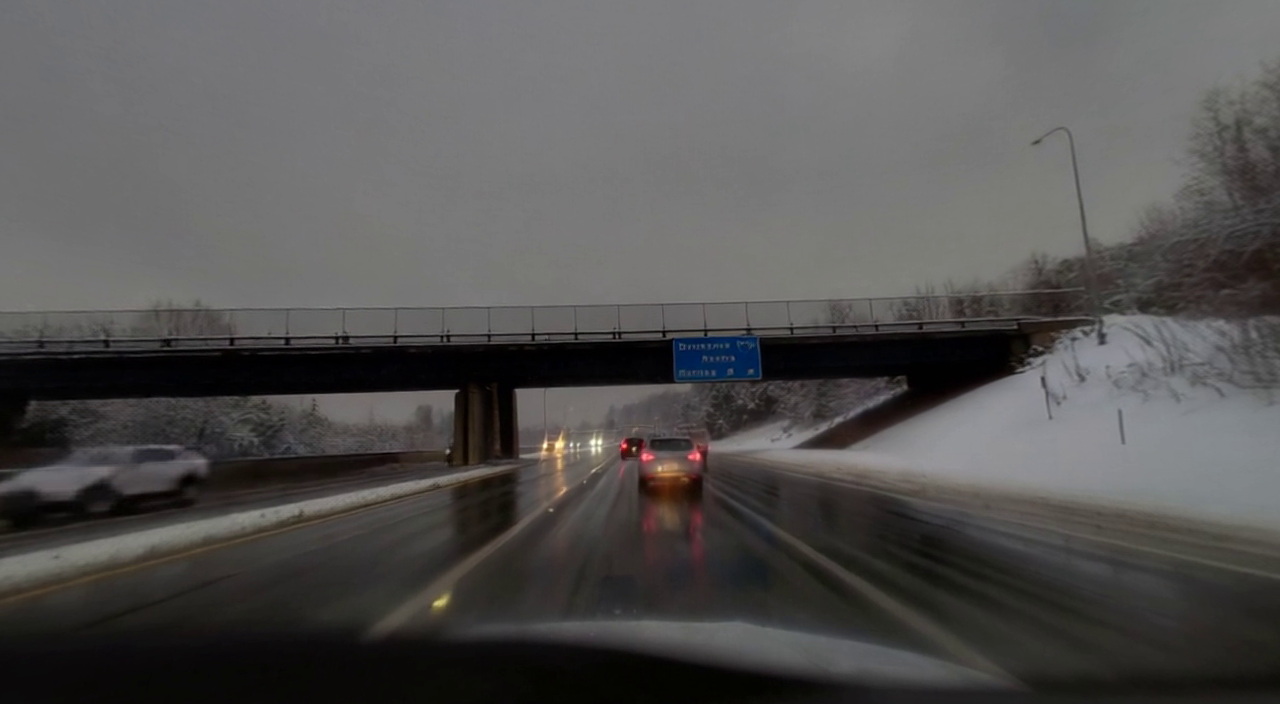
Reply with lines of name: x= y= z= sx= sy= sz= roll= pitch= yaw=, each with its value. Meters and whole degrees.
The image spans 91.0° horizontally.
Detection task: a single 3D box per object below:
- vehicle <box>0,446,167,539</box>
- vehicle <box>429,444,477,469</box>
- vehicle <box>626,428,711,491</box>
vehicle: x=-11.385 y=2.504 z=11.608 sx=1.925 sy=1.458 sz=4.438 roll=0 pitch=-8 yaw=-1
vehicle: x=-12.069 y=6.720 z=40.872 sx=1.943 sy=1.495 sz=3.933 roll=-1 pitch=-8 yaw=0
vehicle: x=0.717 y=3.145 z=18.793 sx=2.092 sy=1.636 sz=4.024 roll=0 pitch=-8 yaw=-4
